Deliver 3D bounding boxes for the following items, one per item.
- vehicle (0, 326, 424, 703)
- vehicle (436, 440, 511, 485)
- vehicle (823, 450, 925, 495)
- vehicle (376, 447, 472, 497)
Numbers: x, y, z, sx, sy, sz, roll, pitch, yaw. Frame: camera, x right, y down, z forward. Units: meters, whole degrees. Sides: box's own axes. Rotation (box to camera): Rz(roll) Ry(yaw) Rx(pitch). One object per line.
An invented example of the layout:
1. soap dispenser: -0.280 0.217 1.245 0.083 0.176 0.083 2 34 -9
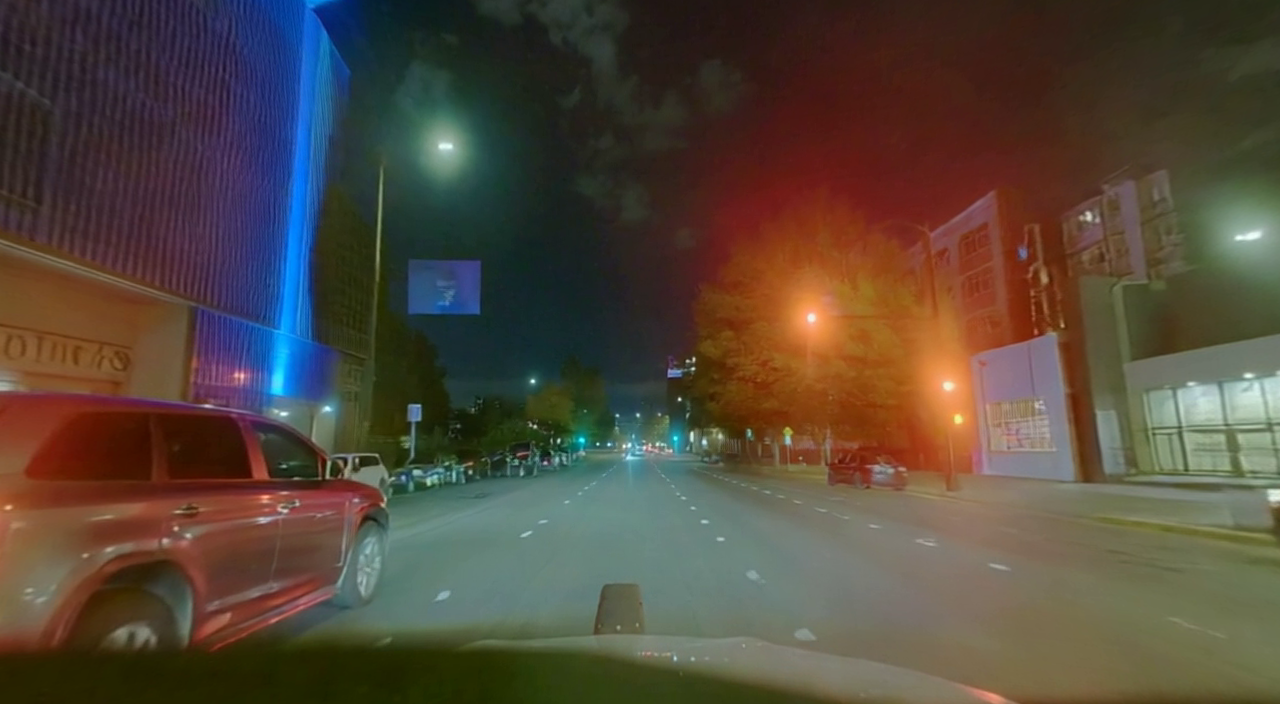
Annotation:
1. vehicle: -3.122 1.075 3.936 2.002 1.756 4.366 0 -8 0
2. vehicle: -6.890 4.590 26.576 1.848 1.710 4.354 -1 -8 2
3. vehicle: 8.754 4.513 24.118 1.954 1.478 4.625 0 -8 -2
4. vehicle: -7.013 3.909 21.025 1.788 1.464 4.135 0 -8 -1
